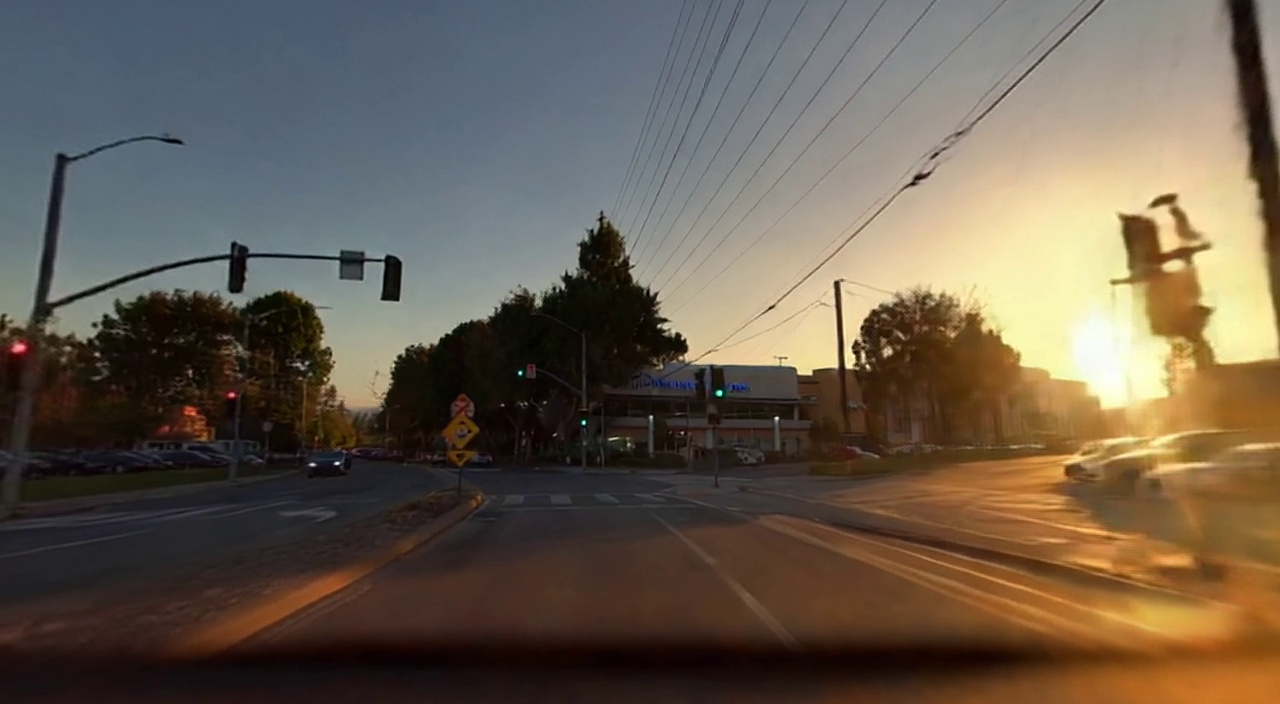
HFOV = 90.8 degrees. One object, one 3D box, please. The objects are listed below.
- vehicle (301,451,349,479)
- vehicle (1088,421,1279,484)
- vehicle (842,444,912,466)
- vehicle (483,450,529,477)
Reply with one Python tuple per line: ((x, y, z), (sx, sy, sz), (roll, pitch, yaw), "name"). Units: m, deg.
((-18.365, 6.578, 37.001), (2.207, 1.503, 4.561), (4, -9, -23), "vehicle")
((15.605, 2.835, 17.924), (4.141, 1.648, 2.036), (-1, -9, 4), "vehicle")
((18.157, 7.947, 48.600), (4.544, 1.630, 2.055), (-1, -9, 6), "vehicle")
((-8.169, 6.738, 38.398), (2.094, 1.500, 3.682), (3, -9, -21), "vehicle")
